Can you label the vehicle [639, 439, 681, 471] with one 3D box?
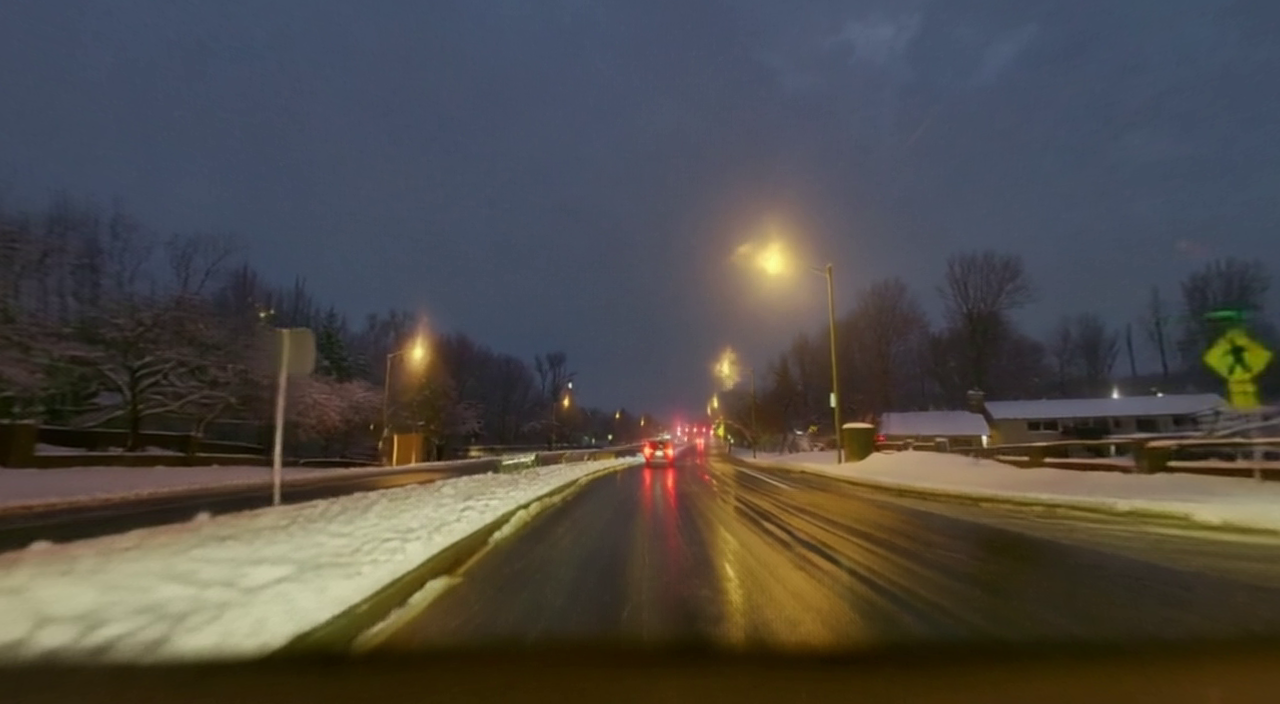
[{"bbox_3d":[1.093,5.567,34.298,2.158,1.600,3.865,-1,-9,2],"label":"vehicle"}]
